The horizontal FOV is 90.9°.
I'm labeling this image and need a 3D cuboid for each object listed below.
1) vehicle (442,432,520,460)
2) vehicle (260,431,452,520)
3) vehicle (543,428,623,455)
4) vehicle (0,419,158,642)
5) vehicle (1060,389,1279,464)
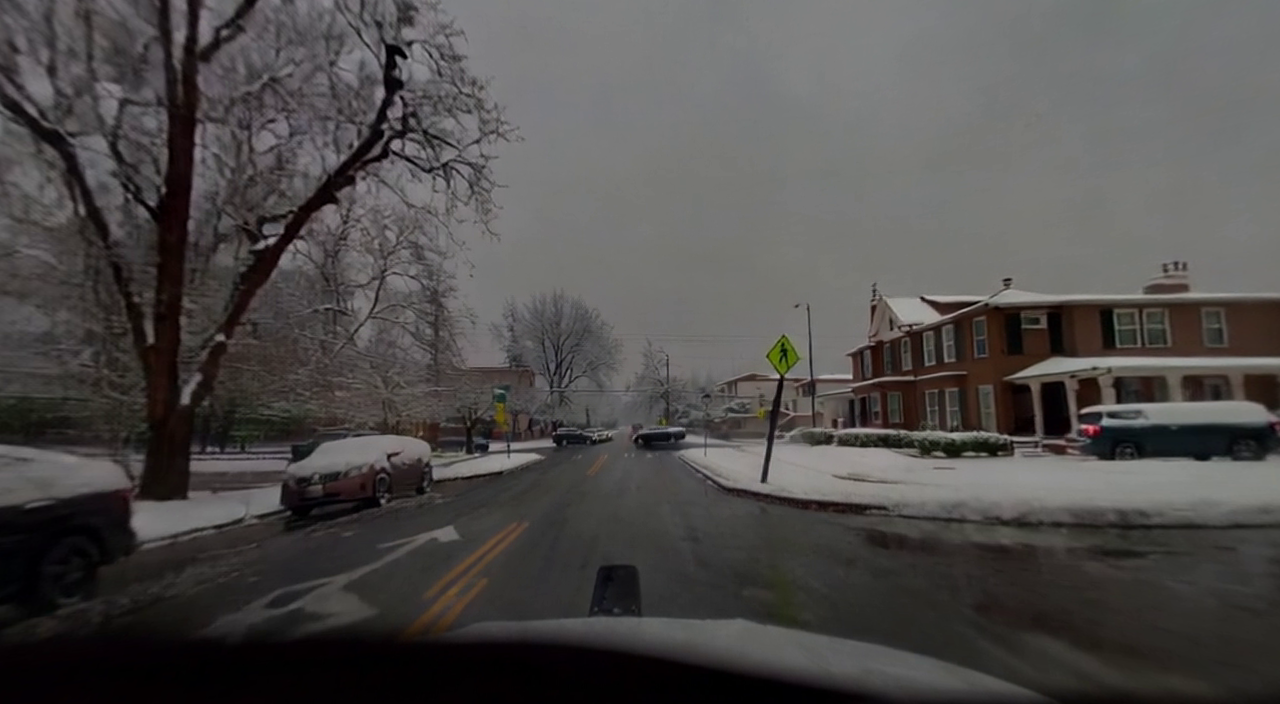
[{"bbox_3d":[-10.159,5.976,40.228,4.639,1.700,2.002,2,-8,-18],"label":"vehicle"},{"bbox_3d":[-5.423,2.382,12.747,1.919,1.464,4.155,0,-8,0],"label":"vehicle"},{"bbox_3d":[-3.982,6.297,44.437,5.181,1.768,2.139,3,-8,-25],"label":"vehicle"},{"bbox_3d":[-5.378,1.175,3.869,1.842,1.540,3.704,0,-8,0],"label":"vehicle"},{"bbox_3d":[14.153,2.052,17.076,4.184,1.817,2.026,-4,-8,23],"label":"vehicle"}]
